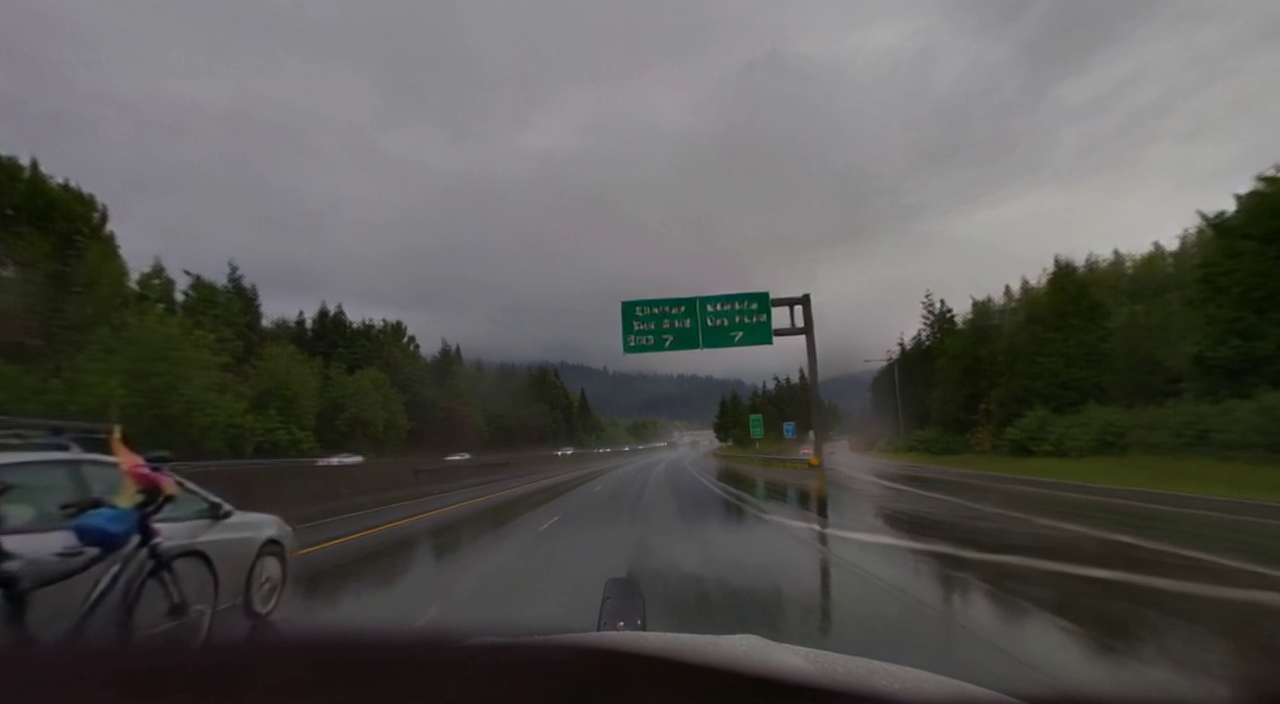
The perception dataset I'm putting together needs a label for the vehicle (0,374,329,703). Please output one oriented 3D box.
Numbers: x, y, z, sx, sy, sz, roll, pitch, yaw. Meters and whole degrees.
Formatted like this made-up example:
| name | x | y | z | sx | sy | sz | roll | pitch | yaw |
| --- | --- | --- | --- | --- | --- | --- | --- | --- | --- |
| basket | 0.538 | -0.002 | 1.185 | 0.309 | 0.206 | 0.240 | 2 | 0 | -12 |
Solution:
| name | x | y | z | sx | sy | sz | roll | pitch | yaw |
| --- | --- | --- | --- | --- | --- | --- | --- | --- | --- |
| vehicle | -3.387 | 0.890 | 2.461 | 2.108 | 1.557 | 4.344 | 0 | -9 | 0 |
